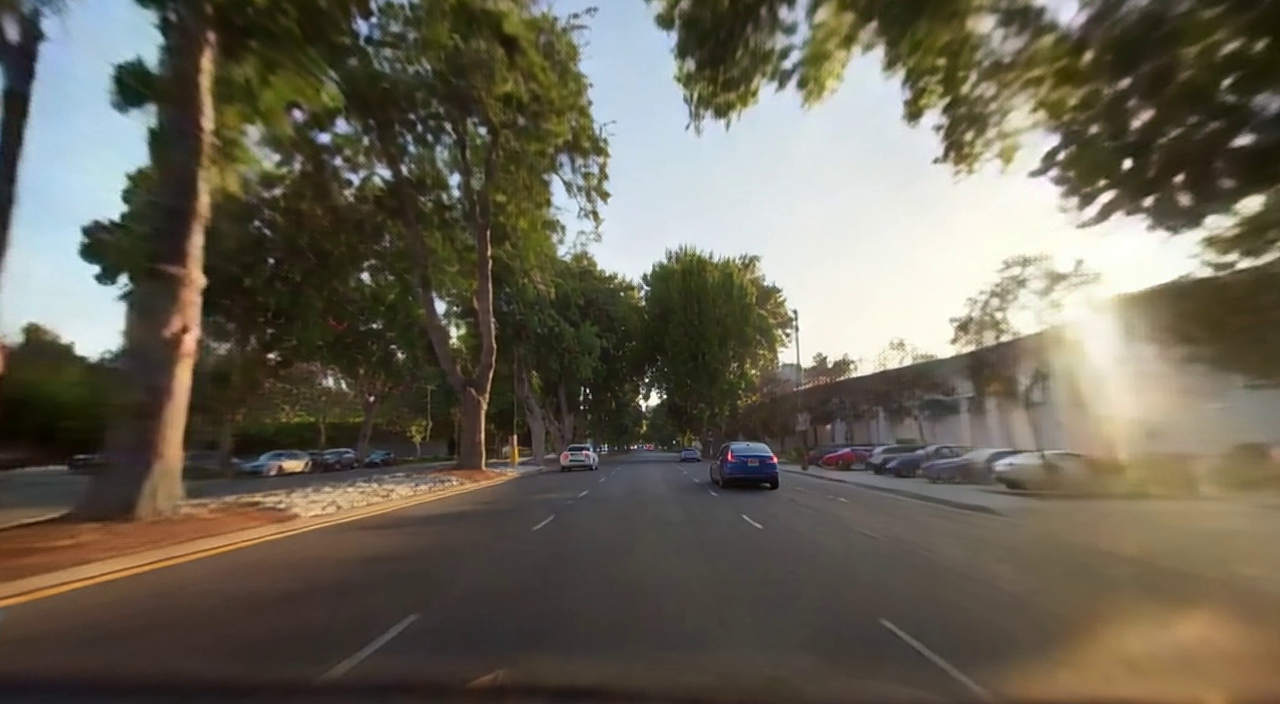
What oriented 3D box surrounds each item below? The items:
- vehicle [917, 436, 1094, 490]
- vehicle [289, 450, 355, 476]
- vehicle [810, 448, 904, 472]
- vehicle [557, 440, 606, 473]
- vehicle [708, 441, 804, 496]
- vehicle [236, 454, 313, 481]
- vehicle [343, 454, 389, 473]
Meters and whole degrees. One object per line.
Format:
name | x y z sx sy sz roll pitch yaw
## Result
vehicle | 13.583 4.119 23.629 5.342 1.867 2.147 1 -8 -6
vehicle | -21.603 7.573 43.080 2.029 1.636 4.549 0 -9 2
vehicle | 12.814 6.403 37.406 4.757 1.327 2.062 0 -8 -2
vehicle | -3.026 5.531 33.505 2.113 1.626 4.129 0 -9 1
vehicle | 3.387 3.503 19.371 2.083 1.474 4.360 0 -9 -1
vehicle | -21.606 6.811 37.457 1.799 1.465 4.390 -1 -9 2
vehicle | -21.596 8.802 49.834 1.838 1.351 3.904 0 -9 0
